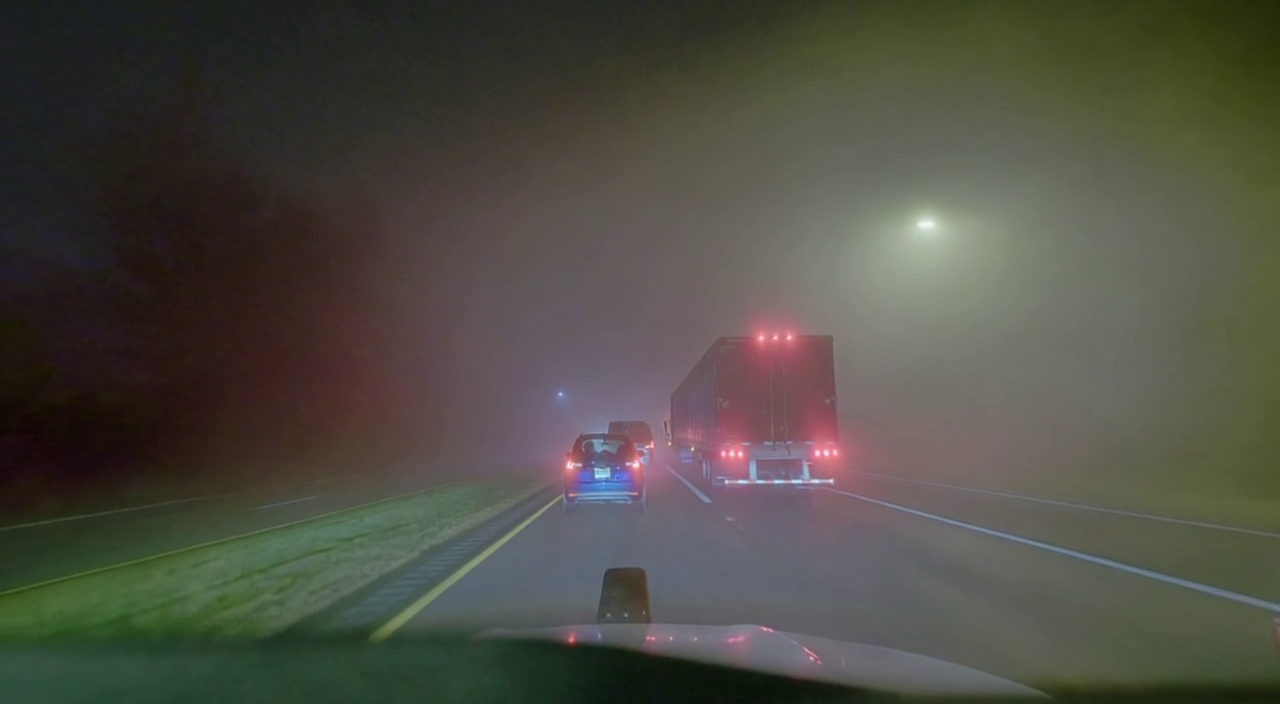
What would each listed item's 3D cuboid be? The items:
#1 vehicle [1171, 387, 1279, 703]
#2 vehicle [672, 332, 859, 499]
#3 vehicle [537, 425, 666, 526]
[{"bbox_3d":[3.550,0.624,0.616,1.960,1.515,4.713,0,-8,0],"label":"vehicle"},{"bbox_3d":[3.629,2.782,24.523,3.591,4.290,16.696,0,-8,-1],"label":"vehicle"},{"bbox_3d":[-0.619,2.221,11.875,2.009,1.554,4.013,0,-8,-1],"label":"vehicle"}]
